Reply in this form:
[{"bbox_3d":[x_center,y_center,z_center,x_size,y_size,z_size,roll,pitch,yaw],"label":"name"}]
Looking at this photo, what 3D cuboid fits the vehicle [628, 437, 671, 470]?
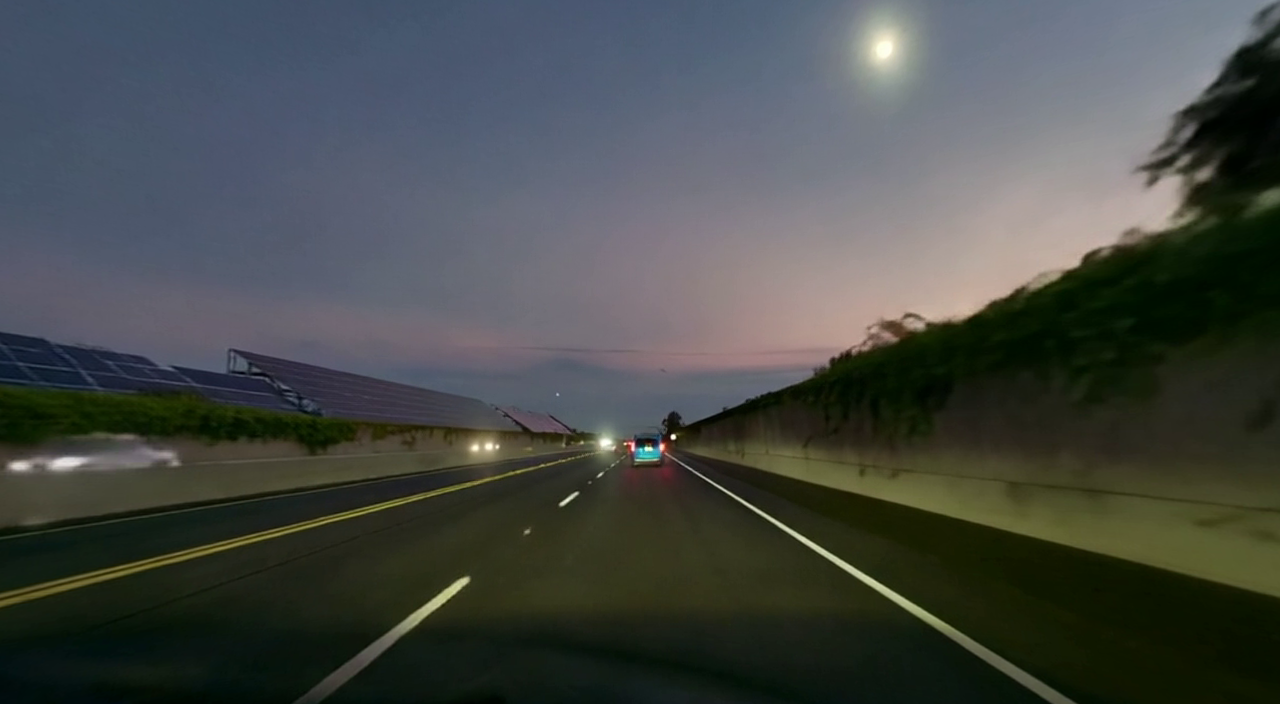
[{"bbox_3d":[0.459,4.952,30.846,1.997,1.484,3.409,0,-8,1],"label":"vehicle"}]
